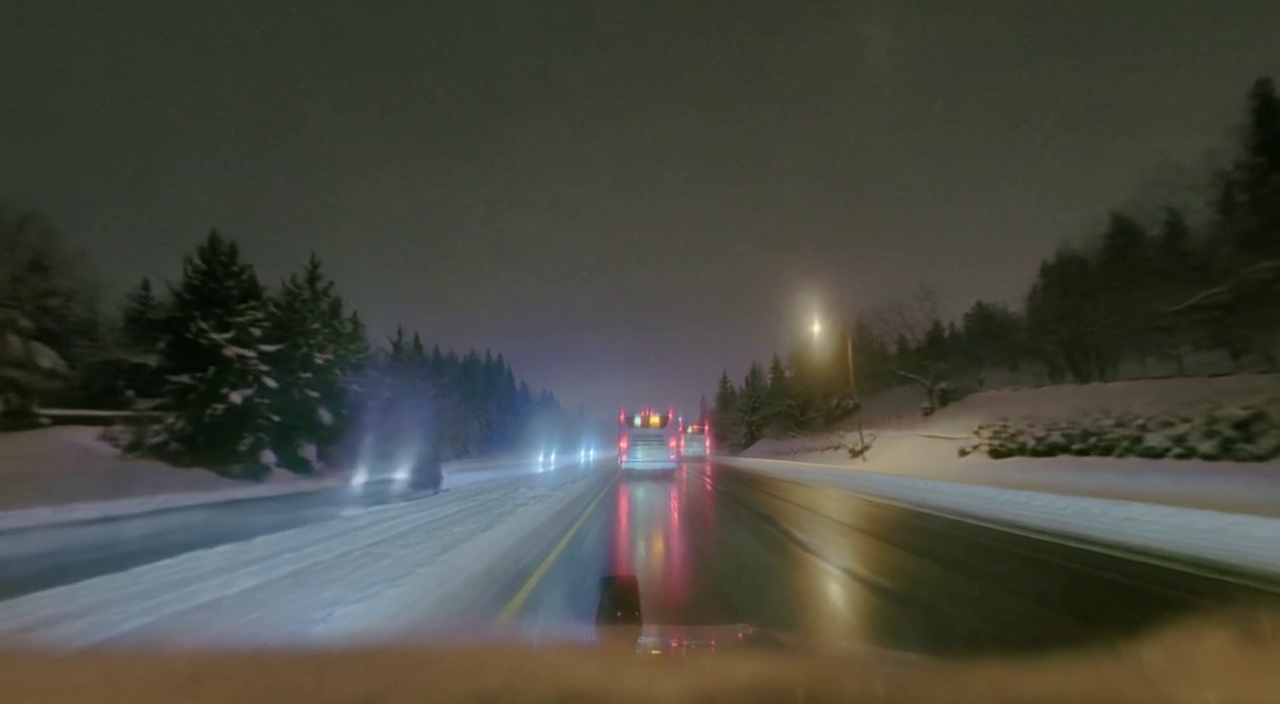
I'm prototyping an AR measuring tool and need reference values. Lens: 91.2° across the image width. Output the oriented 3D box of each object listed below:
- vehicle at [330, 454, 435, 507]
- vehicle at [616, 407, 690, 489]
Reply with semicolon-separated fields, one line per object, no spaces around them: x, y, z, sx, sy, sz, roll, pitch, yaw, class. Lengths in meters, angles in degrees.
-8.579;4.275;21.301;1.867;1.536;3.985;-1;-9;0;vehicle
0.369;3.613;23.680;2.414;2.675;5.574;0;-9;-1;vehicle
